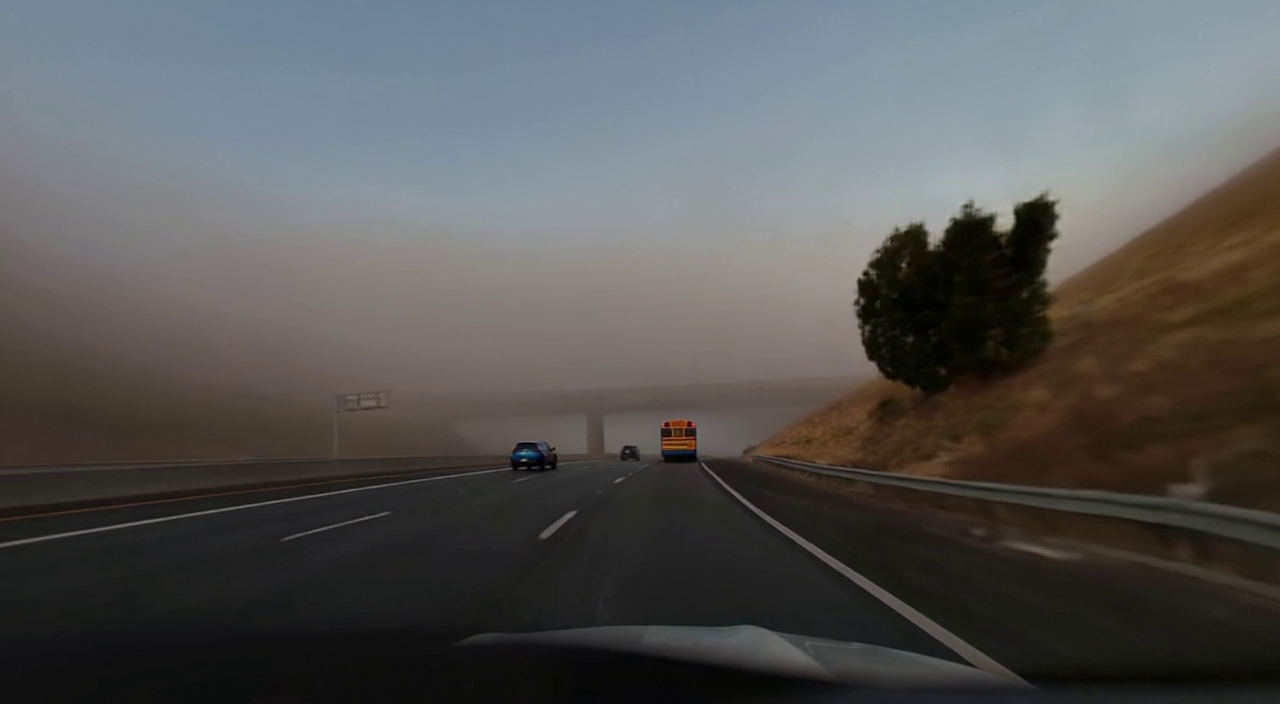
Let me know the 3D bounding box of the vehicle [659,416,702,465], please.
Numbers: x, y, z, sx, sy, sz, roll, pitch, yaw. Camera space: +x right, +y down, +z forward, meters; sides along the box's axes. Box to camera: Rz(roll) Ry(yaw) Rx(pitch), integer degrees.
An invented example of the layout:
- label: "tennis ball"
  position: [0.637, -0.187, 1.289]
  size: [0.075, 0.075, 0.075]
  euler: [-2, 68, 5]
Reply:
- label: "vehicle"
  position: [3.197, 6.840, 48.597]
  size: [2.945, 3.295, 10.406]
  euler: [-1, -8, 4]

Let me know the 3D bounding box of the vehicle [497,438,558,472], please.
- label: "vehicle"
  position: [-6.046, 5.564, 34.428]
  size: [2.172, 1.689, 4.625]
  euler: [-1, -8, 4]
